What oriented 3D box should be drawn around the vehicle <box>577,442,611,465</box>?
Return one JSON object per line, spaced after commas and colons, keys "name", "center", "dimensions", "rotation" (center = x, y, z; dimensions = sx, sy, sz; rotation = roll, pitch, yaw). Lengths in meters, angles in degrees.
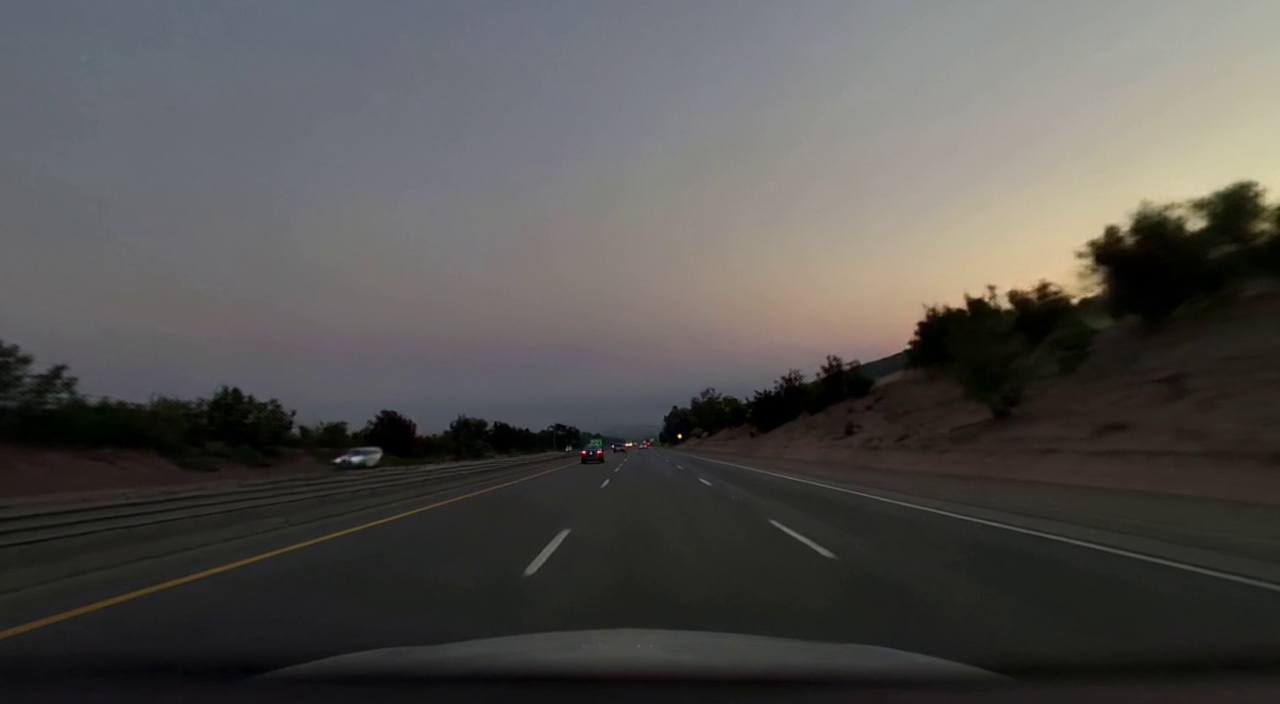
{"name": "vehicle", "center": [-3.128, 7.046, 43.884], "dimensions": [1.991, 1.475, 4.302], "rotation": [0, -8, 0]}
